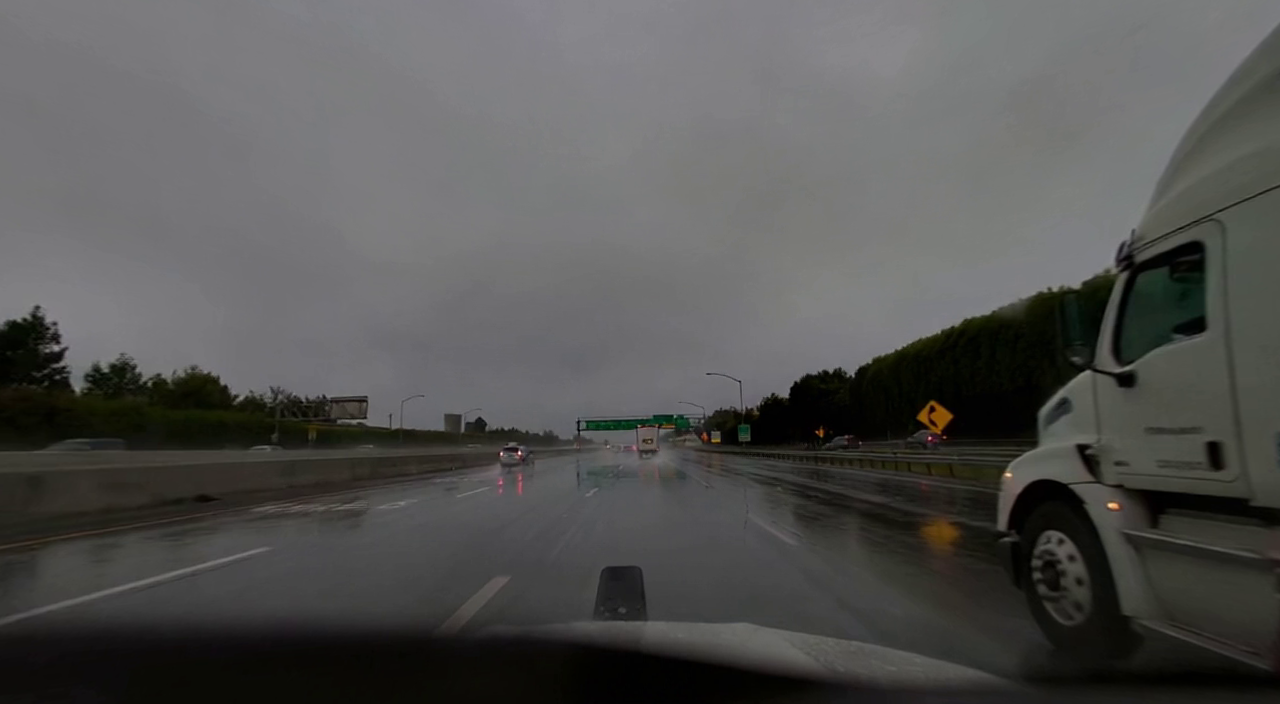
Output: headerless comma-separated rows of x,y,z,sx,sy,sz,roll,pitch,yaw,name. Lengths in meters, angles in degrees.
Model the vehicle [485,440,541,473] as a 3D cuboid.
-6.739,5.601,33.893,1.980,1.666,4.562,0,-8,1,vehicle
